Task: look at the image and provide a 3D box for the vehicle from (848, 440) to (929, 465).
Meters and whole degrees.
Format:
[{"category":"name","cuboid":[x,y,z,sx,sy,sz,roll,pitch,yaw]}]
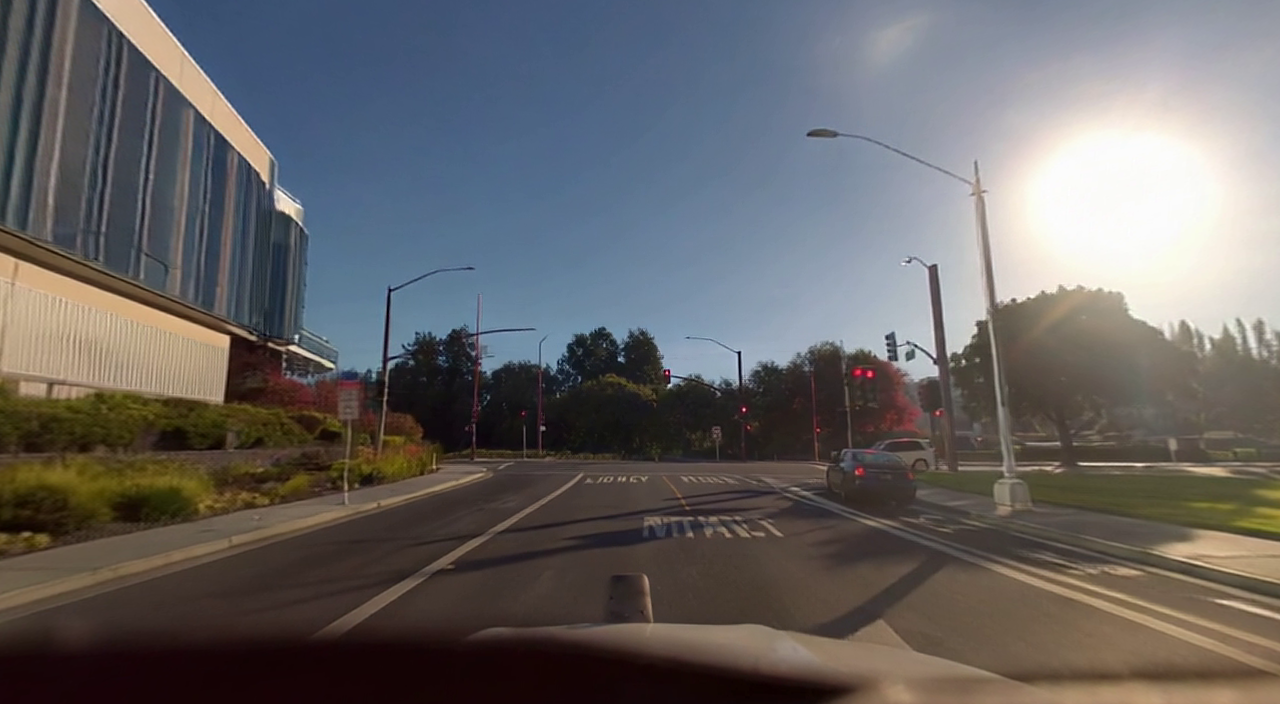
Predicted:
[{"category":"vehicle","cuboid":[17.127,6.937,43.668,4.715,1.671,2.030,0,-8,0]}]
